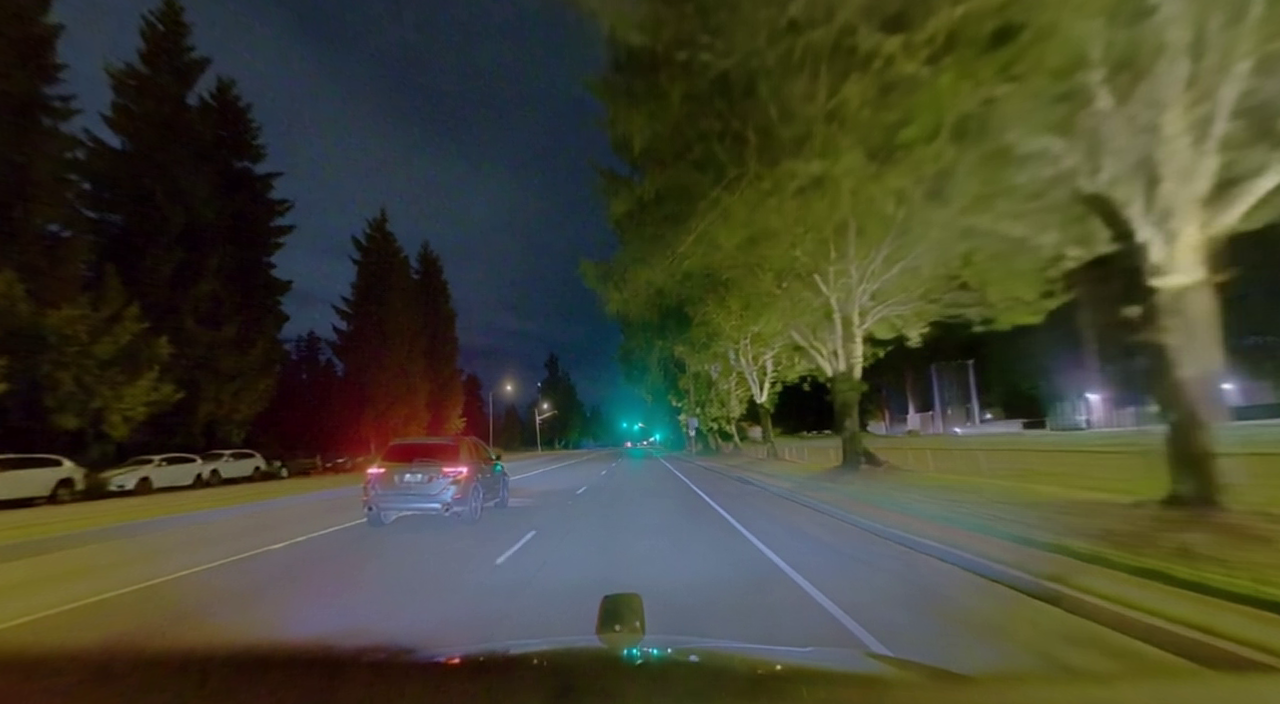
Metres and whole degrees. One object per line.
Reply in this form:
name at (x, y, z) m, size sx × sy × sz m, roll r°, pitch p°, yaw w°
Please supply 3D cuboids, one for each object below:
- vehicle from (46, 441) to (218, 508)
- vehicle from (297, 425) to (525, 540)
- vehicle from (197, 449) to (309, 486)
vehicle at (-17.621, 4.191, 22.329) m, size 2.196 × 1.760 × 4.871 m, roll -4°, pitch -6°, yaw -1°
vehicle at (-3.435, 2.058, 10.725) m, size 2.020 × 1.478 × 4.890 m, roll 0°, pitch -8°, yaw 0°
vehicle at (-17.596, 5.248, 29.060) m, size 2.101 × 1.503 × 4.778 m, roll 0°, pitch -8°, yaw 0°
